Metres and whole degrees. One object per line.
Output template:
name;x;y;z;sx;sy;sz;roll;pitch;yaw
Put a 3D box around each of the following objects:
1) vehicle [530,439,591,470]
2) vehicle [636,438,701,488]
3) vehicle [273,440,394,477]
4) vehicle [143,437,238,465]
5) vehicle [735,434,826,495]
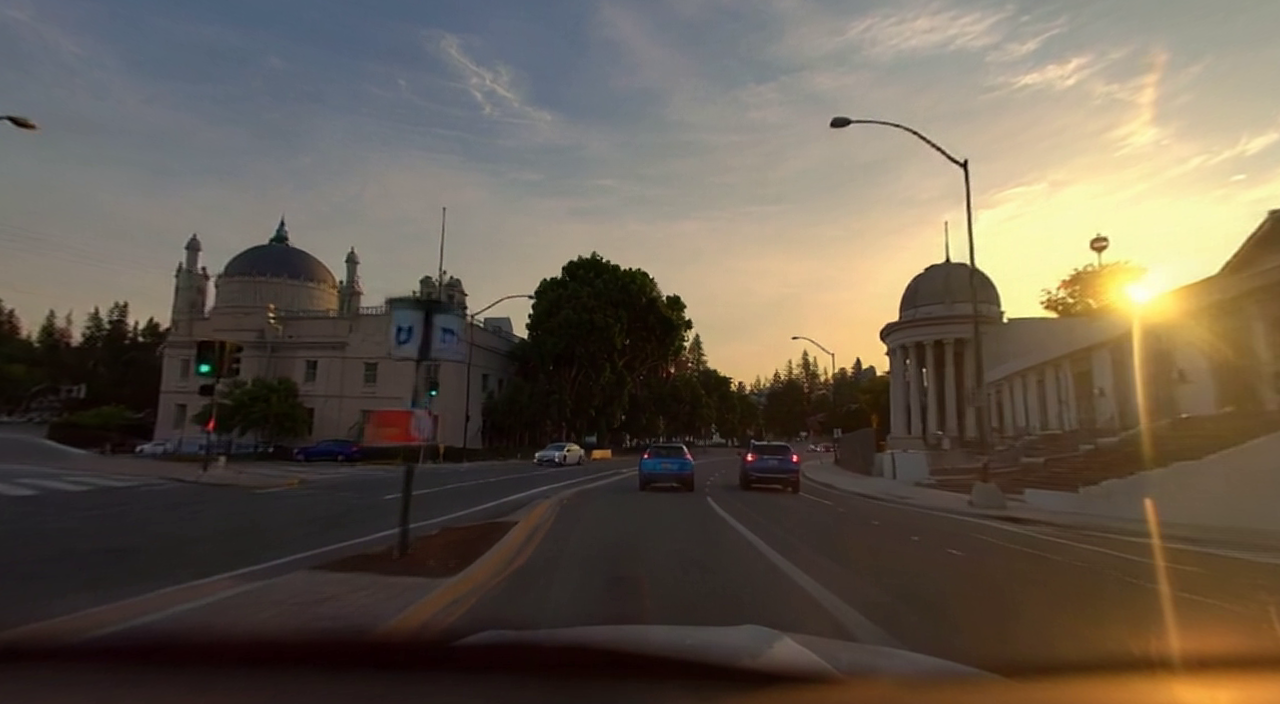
vehicle;-4.803;6.327;38.989;2.254;1.789;4.736;-2;-9;13
vehicle;1.099;3.934;22.669;2.132;1.632;3.889;-1;-9;5
vehicle;-13.292;4.633;27.601;4.351;1.490;2.012;2;-9;-13
vehicle;-29.896;6.611;42.085;1.951;1.743;4.619;-5;-10;29
vehicle;4.535;3.708;21.231;2.320;1.772;4.872;0;-9;5
